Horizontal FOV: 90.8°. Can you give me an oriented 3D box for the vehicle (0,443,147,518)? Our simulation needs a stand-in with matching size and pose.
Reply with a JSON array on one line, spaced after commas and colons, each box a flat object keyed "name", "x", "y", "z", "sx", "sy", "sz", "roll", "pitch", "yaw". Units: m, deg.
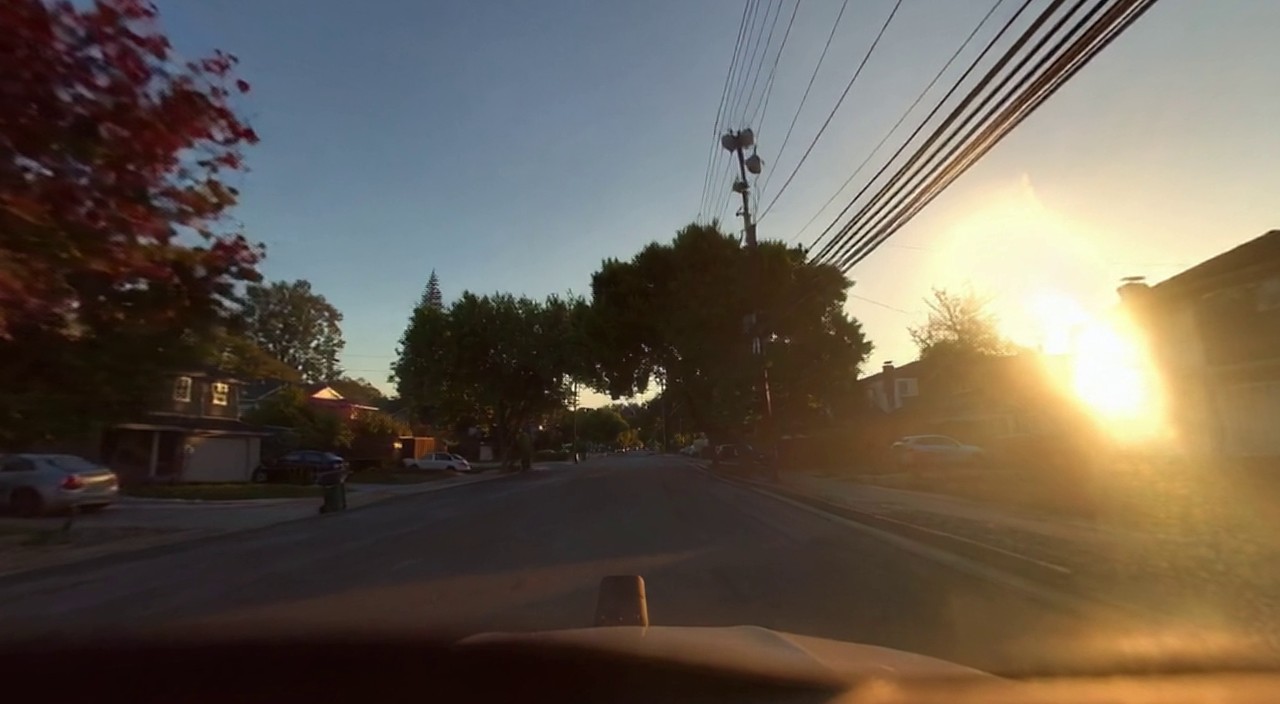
[{"name": "vehicle", "x": -15.229, "y": 3.206, "z": 16.170, "sx": 4.232, "sy": 1.693, "sz": 1.949, "roll": -3, "pitch": -9, "yaw": 18}]

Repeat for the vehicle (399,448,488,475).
[{"name": "vehicle", "x": -12.462, "y": 6.960, "z": 40.288, "sx": 4.893, "sy": 1.567, "sz": 2.105, "roll": -1, "pitch": -9, "yaw": 6}]

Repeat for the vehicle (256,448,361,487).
[{"name": "vehicle", "x": -14.957, "y": 5.205, "z": 28.941, "sx": 1.978, "sy": 1.586, "sz": 5.192, "roll": 0, "pitch": -9, "yaw": 0}]

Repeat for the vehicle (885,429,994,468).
[{"name": "vehicle", "x": 14.880, "y": 4.845, "z": 31.601, "sx": 4.373, "sy": 1.759, "sz": 2.093, "roll": 0, "pitch": -10, "yaw": 5}]
